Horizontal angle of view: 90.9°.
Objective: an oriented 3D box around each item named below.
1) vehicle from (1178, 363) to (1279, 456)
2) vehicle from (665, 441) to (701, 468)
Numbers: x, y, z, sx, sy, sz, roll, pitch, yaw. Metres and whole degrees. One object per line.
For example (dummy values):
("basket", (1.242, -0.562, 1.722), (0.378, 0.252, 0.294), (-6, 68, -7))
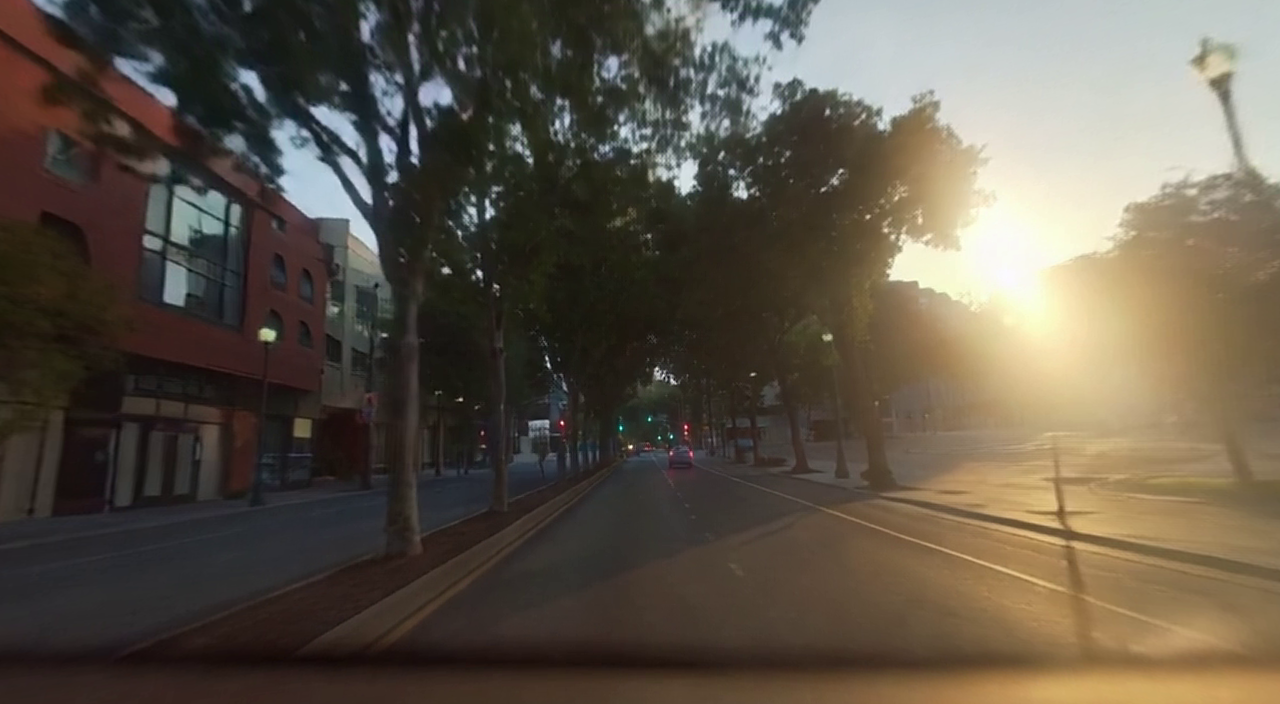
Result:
("vehicle", (18.136, 1.608, 16.721), (5.640, 2.310, 2.101), (1, -5, 4))
("vehicle", (2.911, 7.025, 43.347), (2.129, 1.719, 4.205), (0, -9, 0))
